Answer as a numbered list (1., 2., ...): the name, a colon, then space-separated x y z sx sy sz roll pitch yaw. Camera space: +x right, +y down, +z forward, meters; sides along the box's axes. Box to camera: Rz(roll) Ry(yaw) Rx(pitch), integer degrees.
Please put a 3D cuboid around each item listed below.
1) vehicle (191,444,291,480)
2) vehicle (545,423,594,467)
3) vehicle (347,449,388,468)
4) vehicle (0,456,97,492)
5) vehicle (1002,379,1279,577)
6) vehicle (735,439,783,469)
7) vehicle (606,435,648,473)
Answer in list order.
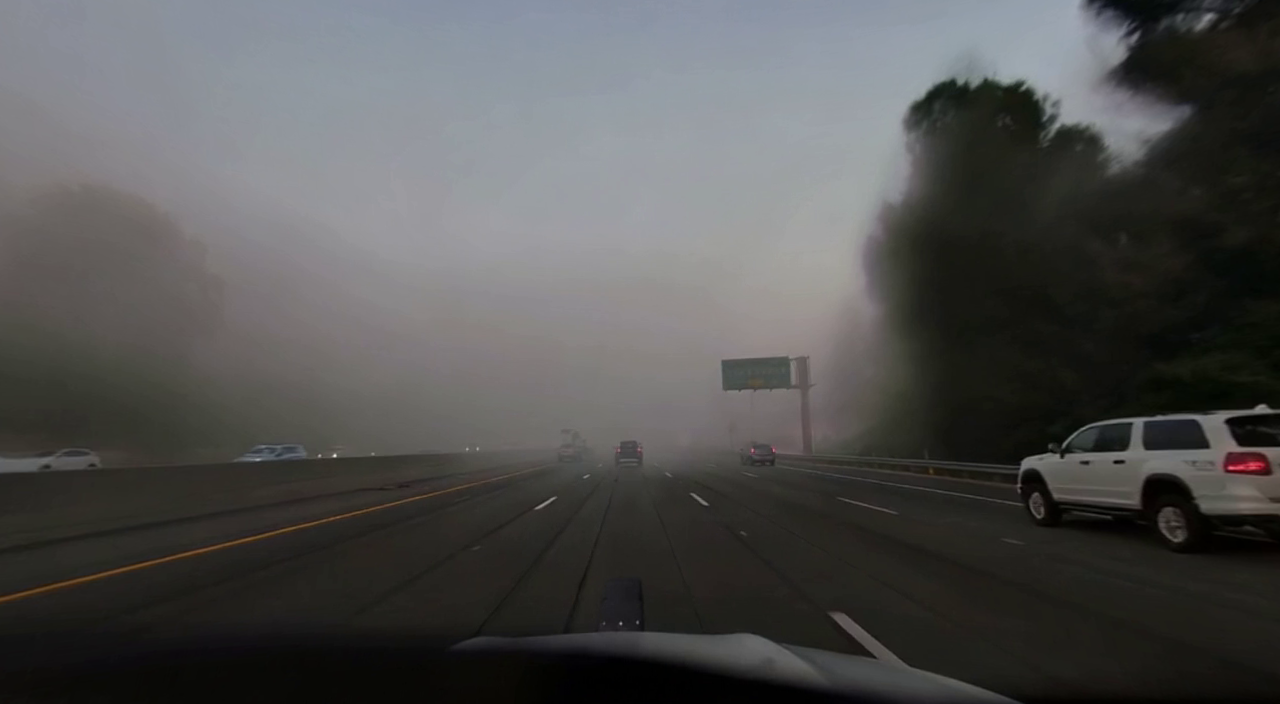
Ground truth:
1. vehicle: -17.610 4.838 28.109 2.002 1.476 3.730 0 -9 -1
2. vehicle: -4.434 6.022 40.783 2.398 2.593 5.808 0 -9 0
3. vehicle: -21.390 8.343 49.631 1.691 1.389 3.359 0 -9 0
4. vehicle: -25.283 5.098 26.628 1.663 1.370 3.443 0 -9 -1
5. vehicle: 7.409 1.591 8.529 2.077 1.955 4.817 0 -9 -1
6. vehicle: 7.027 6.056 37.680 1.944 1.666 4.184 0 -9 -2
7. vehicle: -0.619 5.189 32.346 2.002 1.759 4.658 0 -8 0
